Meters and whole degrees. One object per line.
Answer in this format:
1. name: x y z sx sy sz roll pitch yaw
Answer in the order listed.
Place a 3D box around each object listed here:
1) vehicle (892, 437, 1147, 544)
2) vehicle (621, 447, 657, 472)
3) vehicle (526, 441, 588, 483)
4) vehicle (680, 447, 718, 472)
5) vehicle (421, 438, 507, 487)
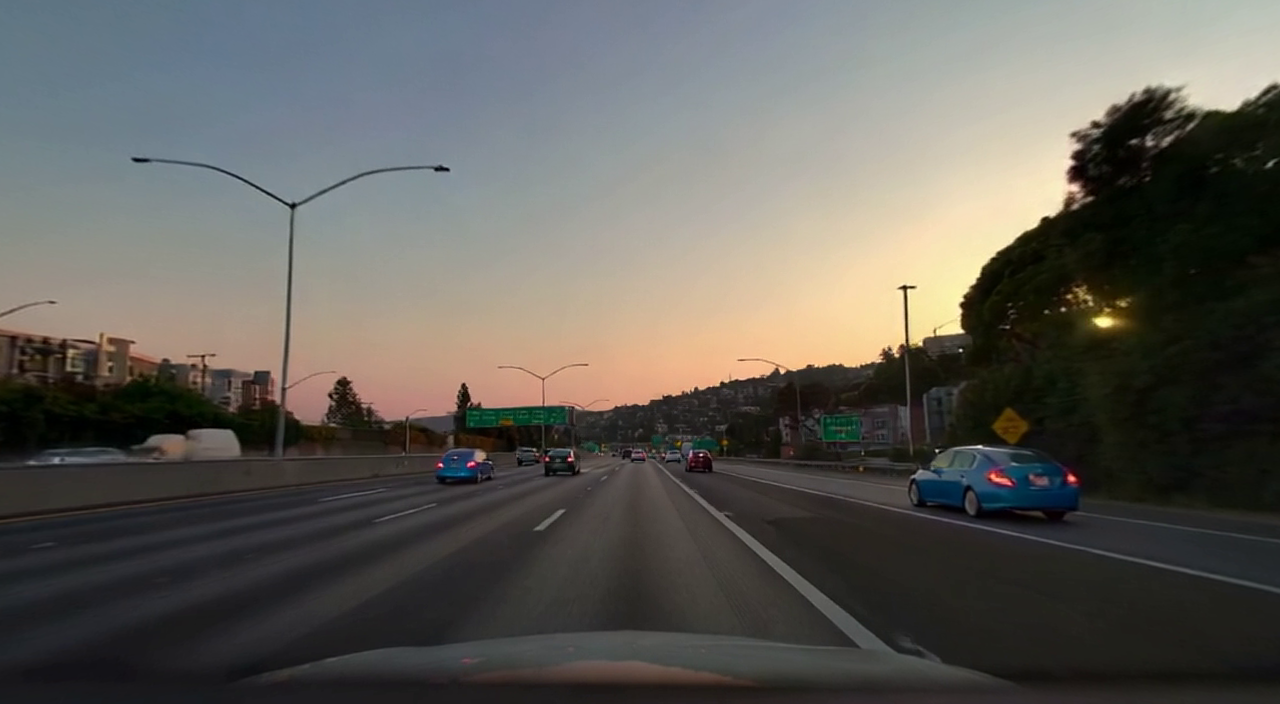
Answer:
1. vehicle: 6.651 2.430 11.816 1.981 1.587 4.519 0 -9 1
2. vehicle: -0.065 6.927 40.679 2.166 1.496 4.158 0 -9 0
3. vehicle: -3.580 4.822 27.871 2.091 1.664 4.157 0 -9 1
4. vehicle: 3.879 7.160 42.118 2.077 1.527 4.553 0 -9 0
5. vehicle: -6.746 4.281 24.684 2.112 1.721 4.381 0 -9 0
